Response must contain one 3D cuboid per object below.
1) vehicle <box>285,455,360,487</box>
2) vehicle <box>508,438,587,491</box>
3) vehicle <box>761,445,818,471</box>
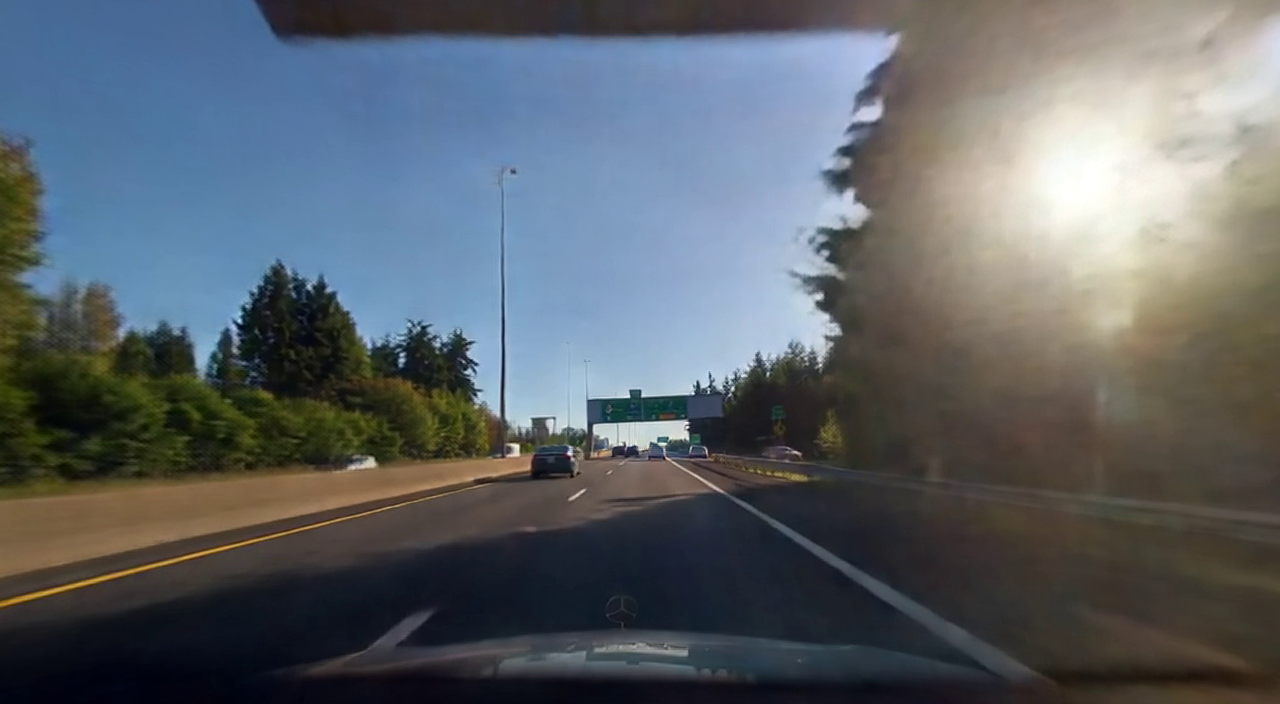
[{"bbox_3d":[-16.231,6.081,32.459,1.860,1.440,3.729,0,-8,1],"label":"vehicle"},{"bbox_3d":[-3.096,3.859,22.039,2.037,1.638,4.274,0,-8,1],"label":"vehicle"},{"bbox_3d":[10.301,7.325,43.831,2.021,1.639,4.203,2,-9,-16],"label":"vehicle"}]
